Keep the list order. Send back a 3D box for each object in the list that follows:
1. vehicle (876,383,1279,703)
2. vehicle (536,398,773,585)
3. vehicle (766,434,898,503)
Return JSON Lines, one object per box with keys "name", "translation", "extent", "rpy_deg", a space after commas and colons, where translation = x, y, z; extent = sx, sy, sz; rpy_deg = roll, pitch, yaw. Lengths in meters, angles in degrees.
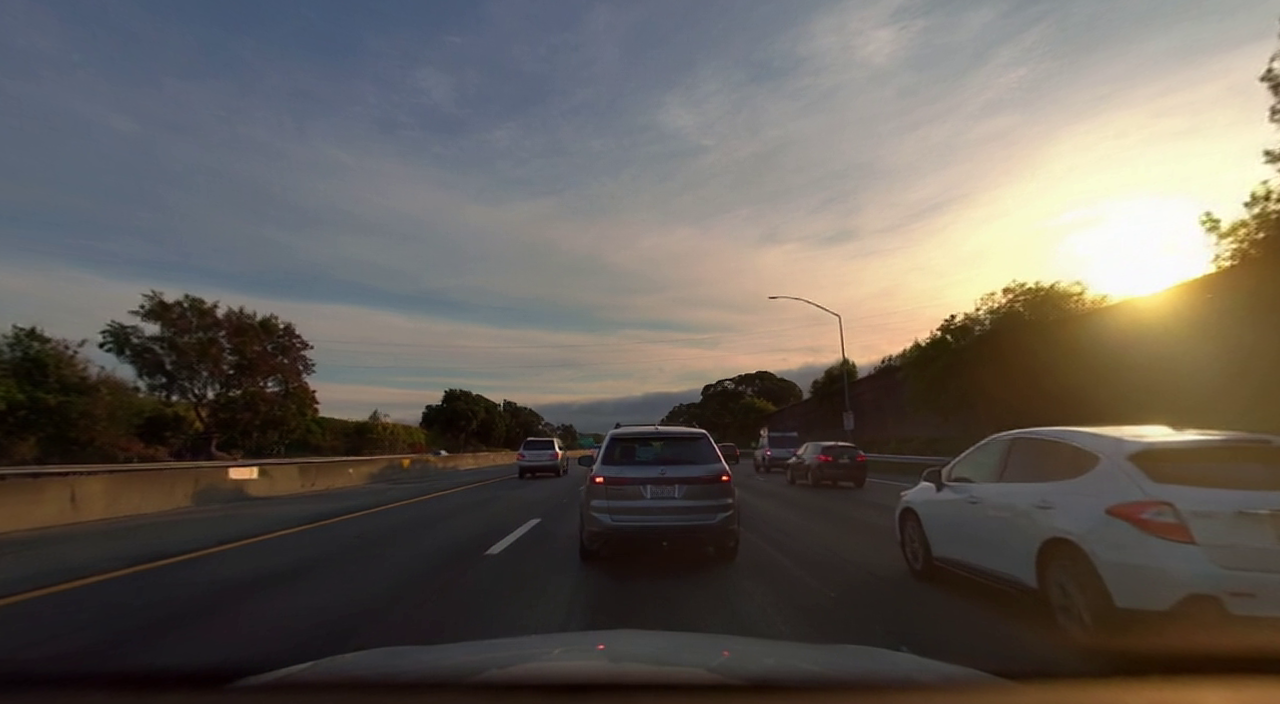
{"name": "vehicle", "translation": [3.389, 1.155, 4.013], "extent": [2.028, 1.534, 4.691], "rpy_deg": [0, -9, 1]}
{"name": "vehicle", "translation": [0.026, 1.620, 7.997], "extent": [2.230, 1.740, 3.976], "rpy_deg": [1, -9, -3]}
{"name": "vehicle", "translation": [5.121, 3.167, 17.536], "extent": [1.972, 1.647, 4.429], "rpy_deg": [1, -9, -4]}
